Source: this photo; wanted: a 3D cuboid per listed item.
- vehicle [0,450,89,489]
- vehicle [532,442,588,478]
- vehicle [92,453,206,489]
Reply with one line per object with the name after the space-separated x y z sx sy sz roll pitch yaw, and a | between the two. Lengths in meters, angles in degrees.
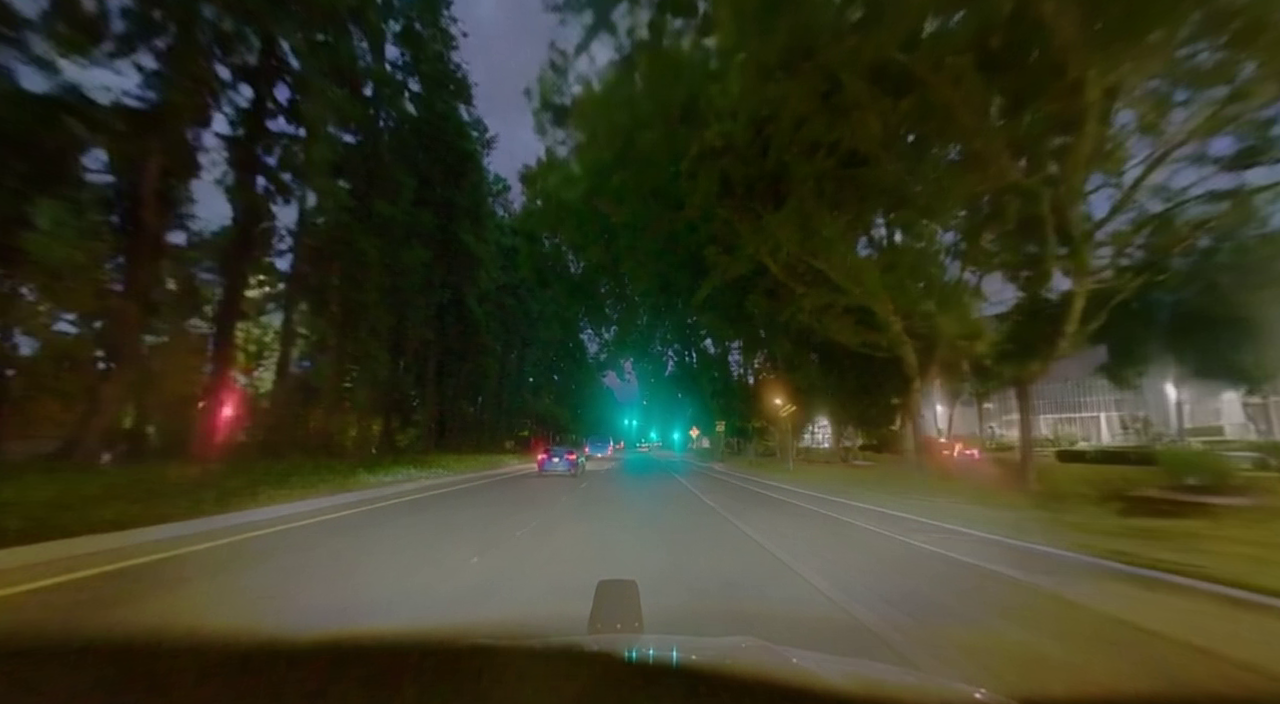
-32.681 6.320 33.676 2.140 1.763 5.276 2 -14 -6 | vehicle
-3.526 4.825 28.512 2.009 1.473 4.028 0 -8 -1 | vehicle
-22.862 5.517 29.664 1.817 1.499 4.440 0 -8 -1 | vehicle
